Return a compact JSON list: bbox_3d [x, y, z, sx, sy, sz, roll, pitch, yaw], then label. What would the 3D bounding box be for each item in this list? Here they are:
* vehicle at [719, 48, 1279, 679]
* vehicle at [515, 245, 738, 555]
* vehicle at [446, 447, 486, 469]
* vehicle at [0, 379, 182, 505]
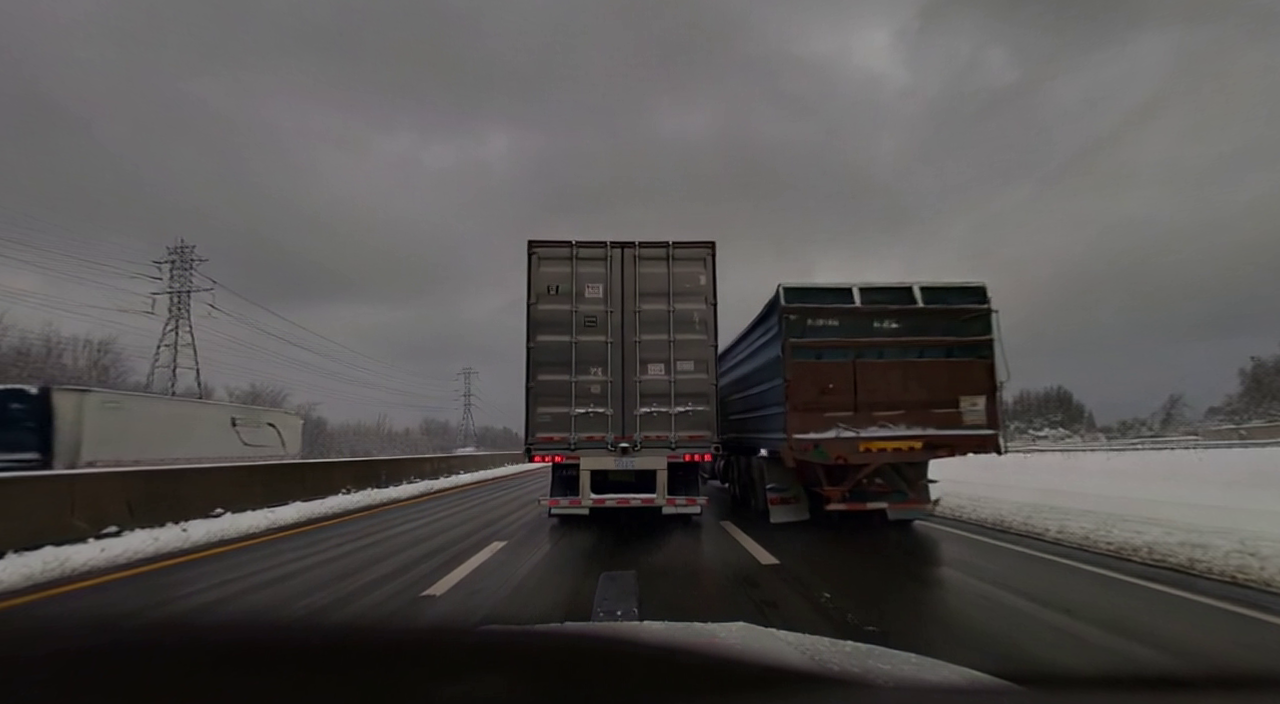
[{"bbox_3d":[3.610,0.891,10.474,2.797,4.023,13.066,0,-9,0],"label":"vehicle"},{"bbox_3d":[-0.132,1.459,14.313,2.841,4.071,12.046,-1,-9,0],"label":"vehicle"},{"bbox_3d":[-13.137,8.008,47.926,1.950,1.526,3.713,-1,-9,1],"label":"vehicle"},{"bbox_3d":[-20.288,3.114,21.549,3.024,3.645,8.371,0,-9,0],"label":"vehicle"}]
